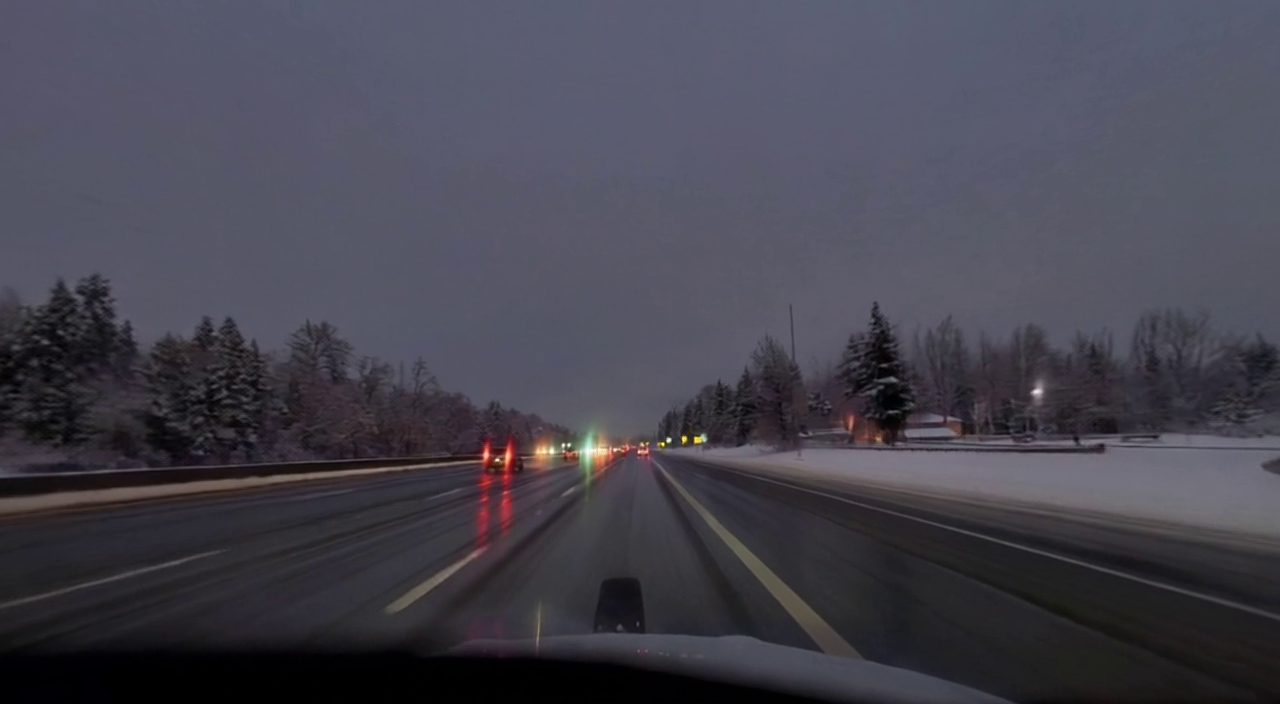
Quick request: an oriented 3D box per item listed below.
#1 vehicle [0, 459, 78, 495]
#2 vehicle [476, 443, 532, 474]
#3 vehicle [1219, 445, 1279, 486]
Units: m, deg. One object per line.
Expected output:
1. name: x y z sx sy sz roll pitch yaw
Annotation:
1. vehicle: -28.432 5.639 28.641 1.802 1.485 4.234 0 -9 0
2. vehicle: -7.132 5.610 33.370 1.985 1.513 4.172 0 -9 0
3. vehicle: 26.567 4.817 26.700 2.011 1.550 4.792 -1 -8 31
